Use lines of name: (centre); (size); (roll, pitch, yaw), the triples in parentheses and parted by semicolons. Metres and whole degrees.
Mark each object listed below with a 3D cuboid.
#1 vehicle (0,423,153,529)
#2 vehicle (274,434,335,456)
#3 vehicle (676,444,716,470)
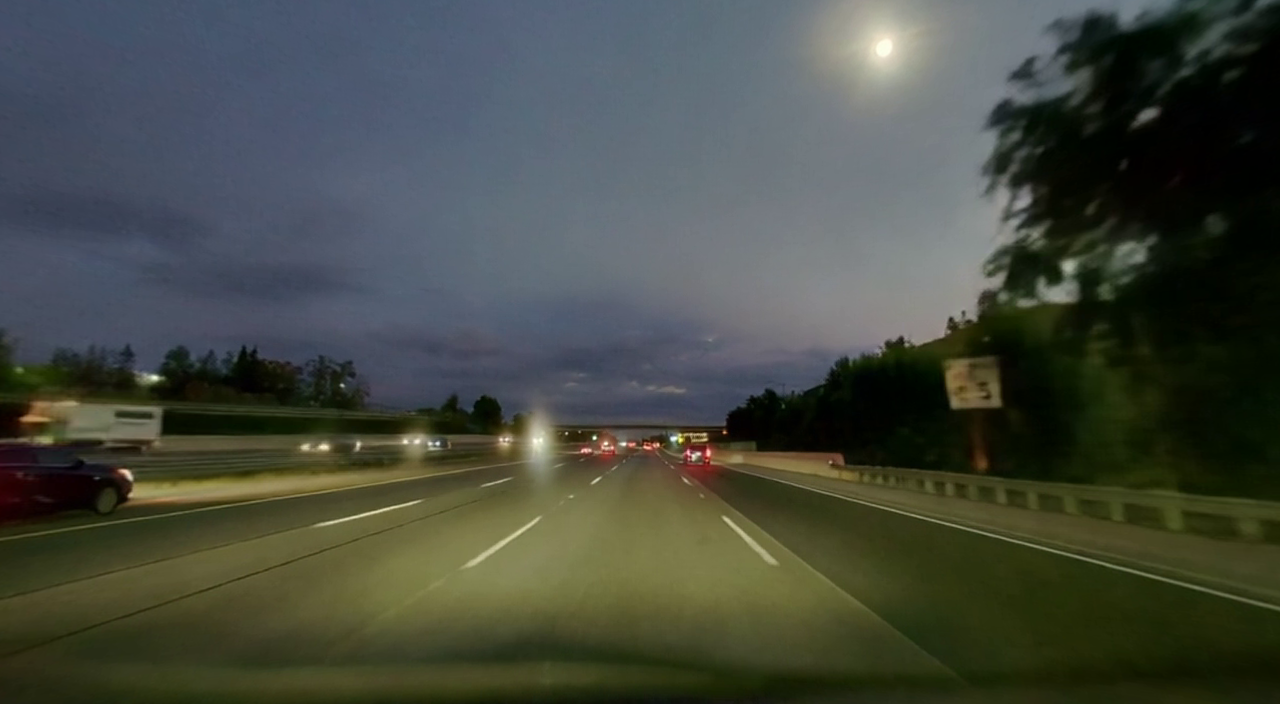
vehicle: (-11.237, 2.104, 10.891); (1.995, 1.682, 4.516); (0, -8, 1)
vehicle: (-24.199, 6.733, 45.632); (1.922, 1.544, 4.340); (0, -8, 1)
vehicle: (3.413, 6.526, 39.410); (2.059, 1.509, 4.670); (0, -8, 0)
